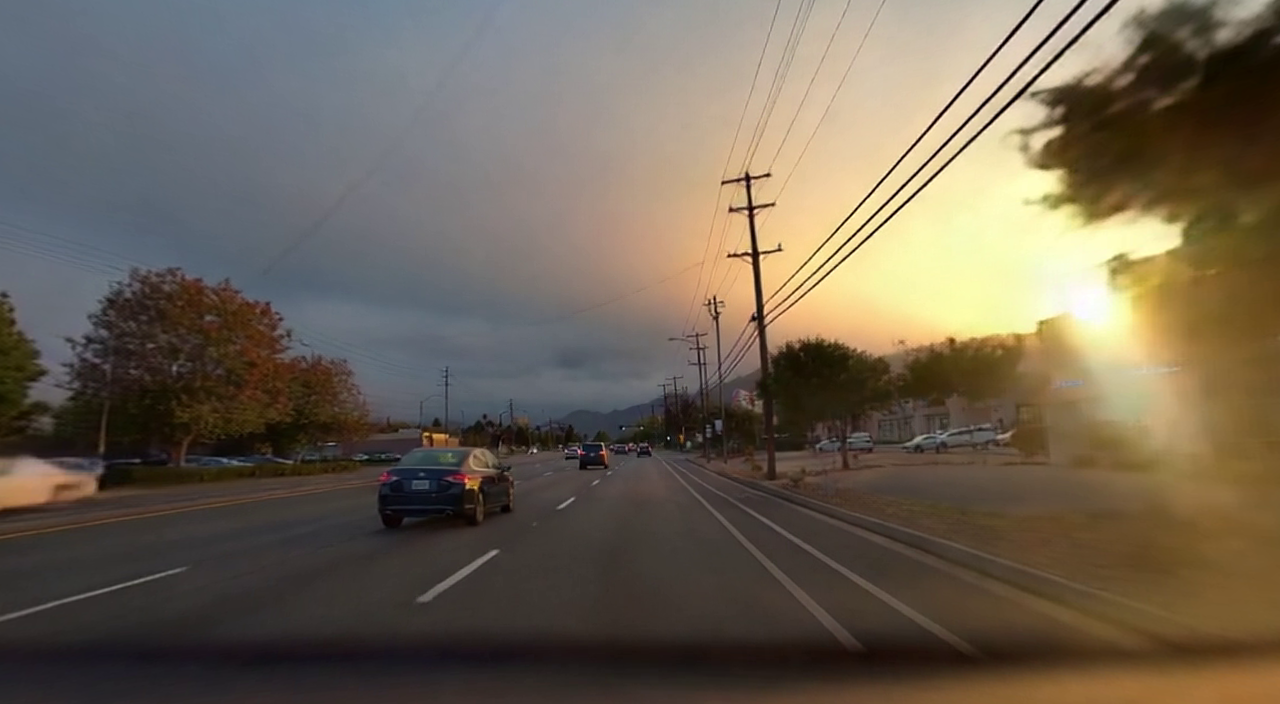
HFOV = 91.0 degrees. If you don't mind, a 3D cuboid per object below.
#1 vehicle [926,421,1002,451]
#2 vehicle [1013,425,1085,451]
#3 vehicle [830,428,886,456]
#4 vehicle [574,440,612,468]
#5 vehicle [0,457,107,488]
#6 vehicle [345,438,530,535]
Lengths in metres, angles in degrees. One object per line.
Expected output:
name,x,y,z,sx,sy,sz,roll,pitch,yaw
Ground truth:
vehicle,23.030,6.021,45.056,2.266,1.951,5.849,2,-8,-1
vehicle,28.961,6.110,44.757,1.985,1.739,4.397,1,-8,-4
vehicle,17.191,7.111,49.598,4.319,1.812,2.020,2,-11,-39
vehicle,-3.072,6.772,41.813,2.087,1.736,4.311,0,-9,1
vehicle,-40.275,8.119,42.619,5.876,1.927,2.237,5,-10,-26
vehicle,-3.530,2.428,12.016,1.942,1.469,4.426,0,-9,2
